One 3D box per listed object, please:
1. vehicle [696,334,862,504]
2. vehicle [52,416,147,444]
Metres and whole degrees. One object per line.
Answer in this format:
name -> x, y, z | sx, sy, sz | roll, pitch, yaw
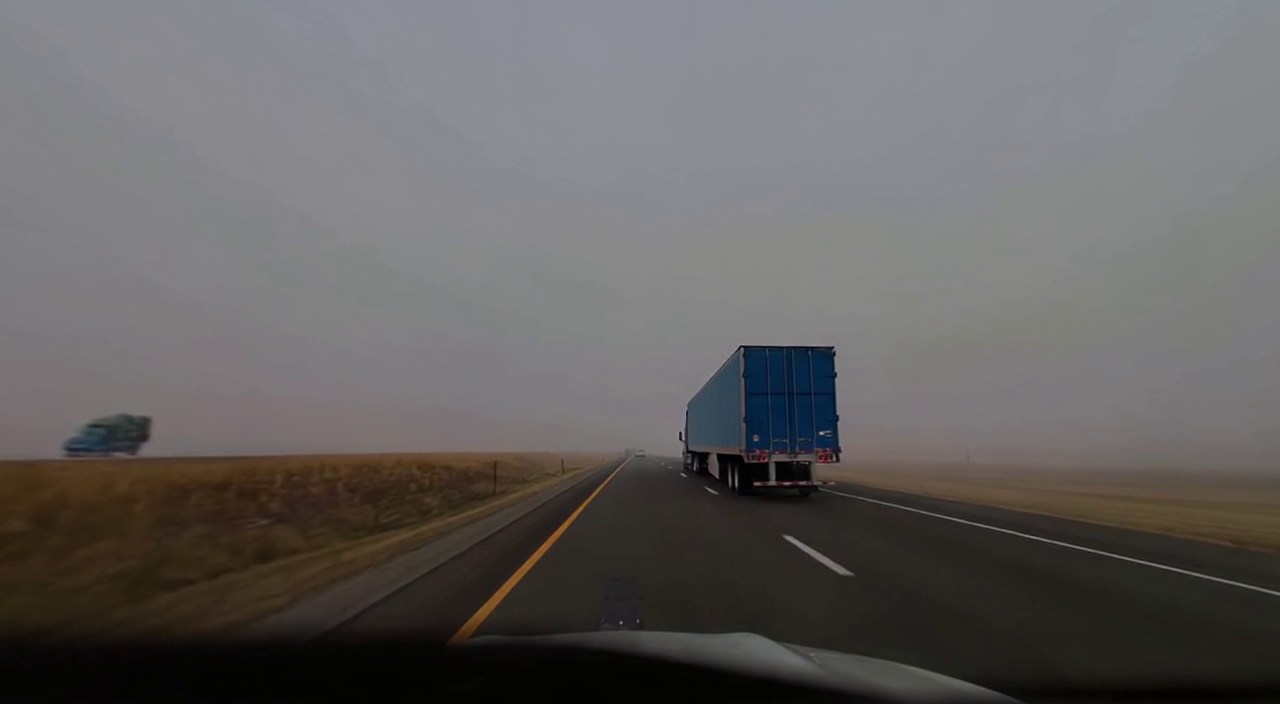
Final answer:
vehicle -> 3.981, 2.606, 22.046 | 2.818, 4.206, 12.987 | 0, -9, 0
vehicle -> -33.386, 4.870, 39.098 | 1.905, 1.601, 4.480 | 0, -9, 0
